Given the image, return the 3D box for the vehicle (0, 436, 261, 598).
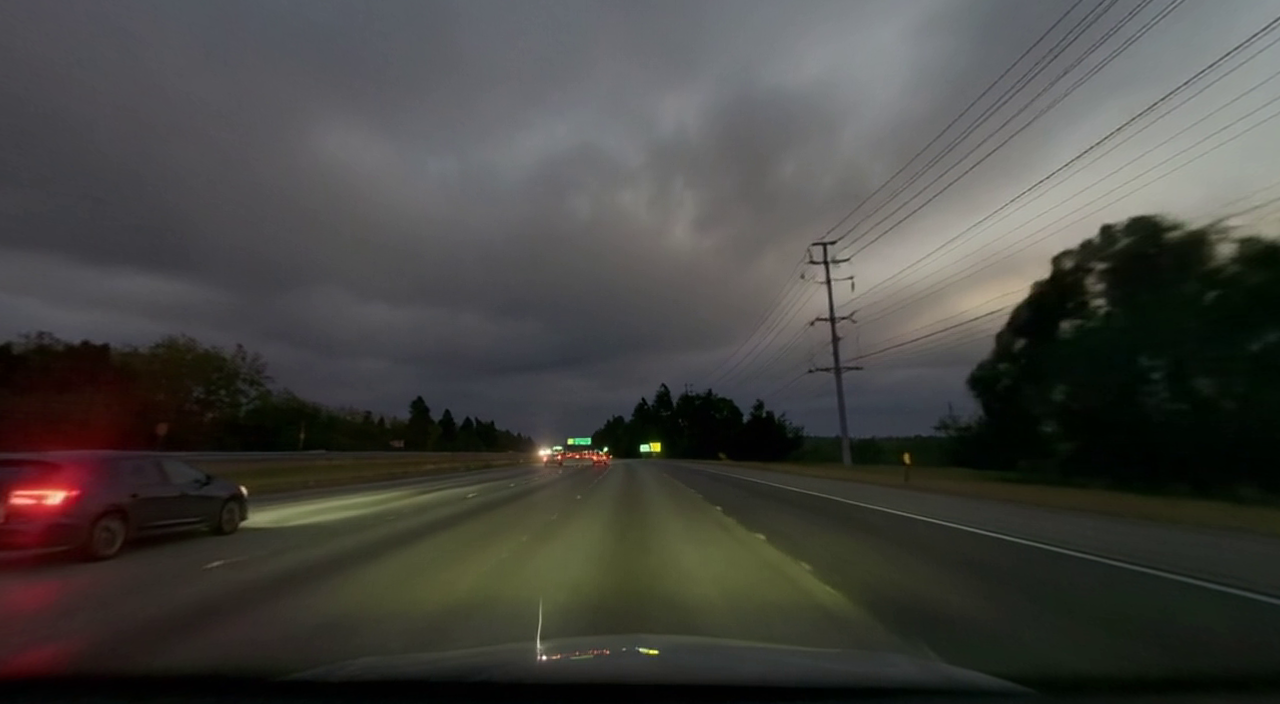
[{"bbox_3d":[-7.081,1.861,7.877,1.999,1.527,4.238,0,-9,0],"label":"vehicle"}]
